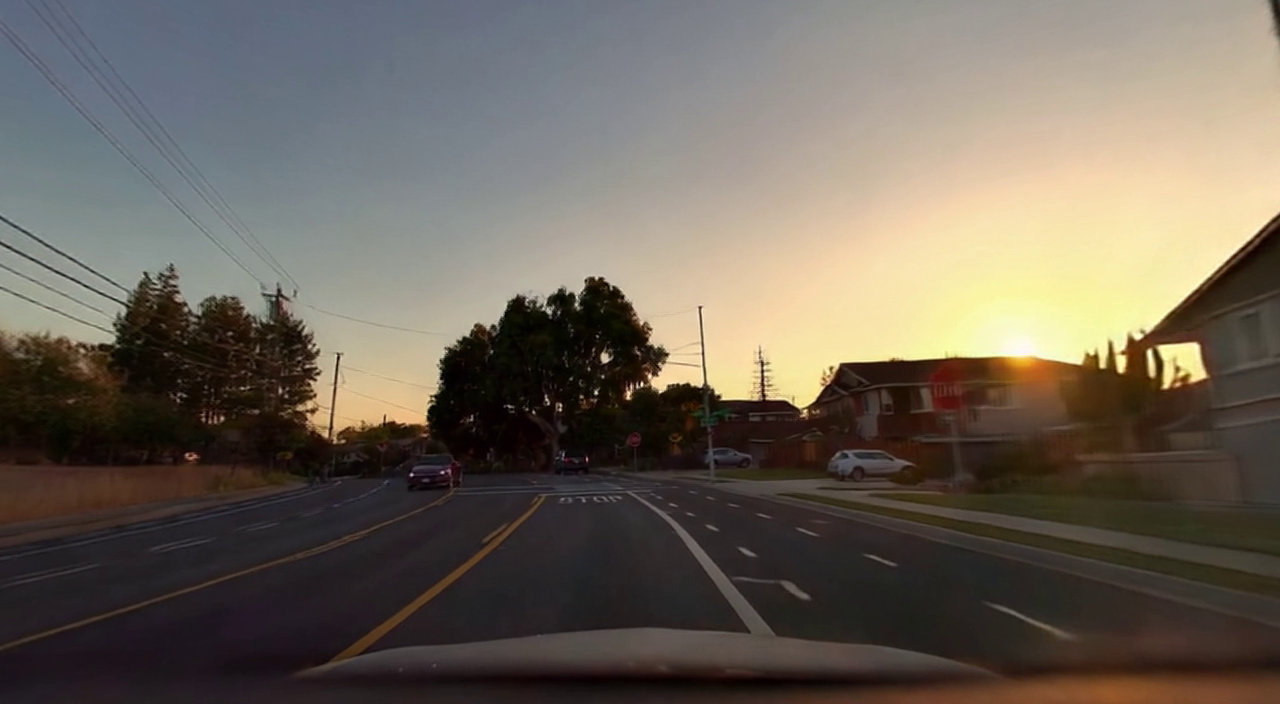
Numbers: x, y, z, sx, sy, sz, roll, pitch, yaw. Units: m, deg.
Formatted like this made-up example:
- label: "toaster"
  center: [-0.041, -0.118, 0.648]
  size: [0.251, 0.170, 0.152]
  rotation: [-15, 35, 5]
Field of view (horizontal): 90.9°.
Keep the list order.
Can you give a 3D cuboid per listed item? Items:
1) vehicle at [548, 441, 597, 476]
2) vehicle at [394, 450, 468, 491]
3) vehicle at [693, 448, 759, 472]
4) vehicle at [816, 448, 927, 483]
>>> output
- label: "vehicle"
  center: [-4.043, 6.169, 36.972]
  size: [2.284, 1.741, 4.702]
  rotation: [4, -8, -11]
- label: "vehicle"
  center: [-8.568, 4.870, 26.250]
  size: [2.003, 1.483, 4.545]
  rotation: [1, -9, -7]
- label: "vehicle"
  center: [6.487, 8.163, 47.653]
  size: [4.582, 1.707, 1.934]
  rotation: [2, -9, -15]
- label: "vehicle"
  center: [10.659, 5.228, 29.139]
  size: [4.383, 1.508, 1.884]
  rotation: [1, -9, -8]
